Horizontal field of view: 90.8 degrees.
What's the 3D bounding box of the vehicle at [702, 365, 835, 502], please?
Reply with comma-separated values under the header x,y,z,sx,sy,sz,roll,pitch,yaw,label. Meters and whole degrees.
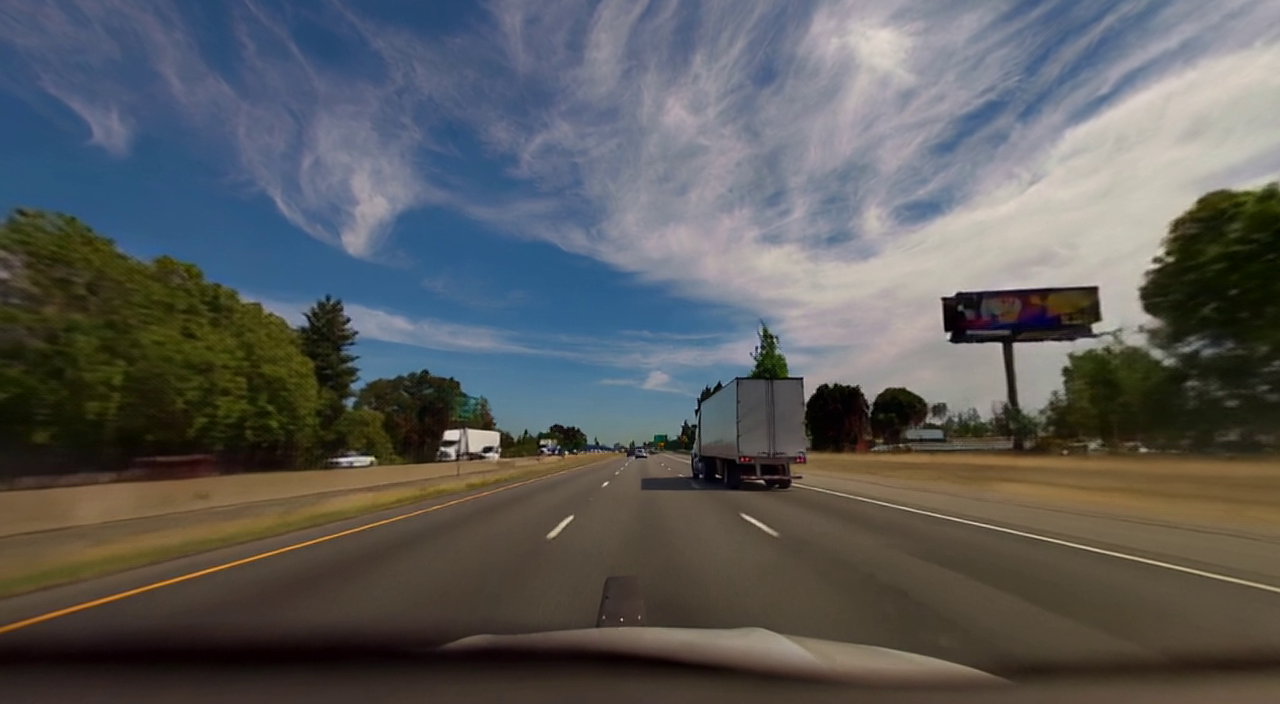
x,y,z,sx,sy,sz,roll,pitch,yaw,label
4.639,3.477,26.122,3.058,4.312,12.251,0,-9,1,vehicle
